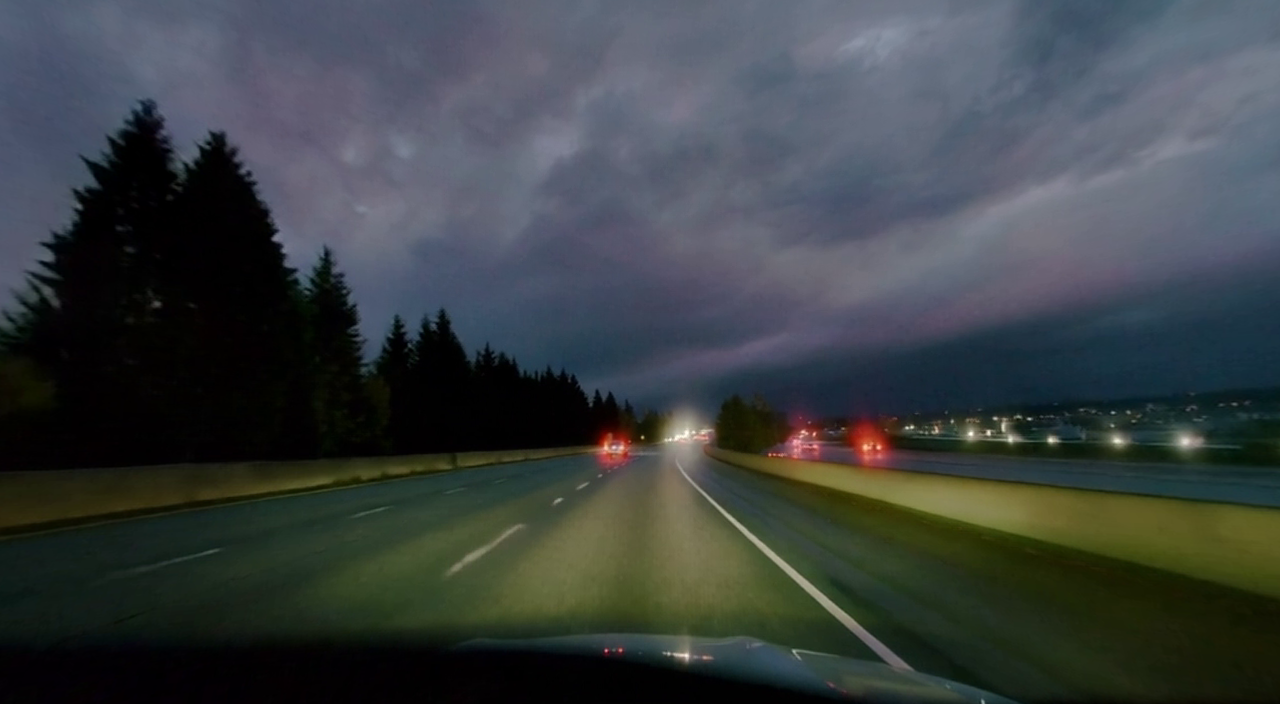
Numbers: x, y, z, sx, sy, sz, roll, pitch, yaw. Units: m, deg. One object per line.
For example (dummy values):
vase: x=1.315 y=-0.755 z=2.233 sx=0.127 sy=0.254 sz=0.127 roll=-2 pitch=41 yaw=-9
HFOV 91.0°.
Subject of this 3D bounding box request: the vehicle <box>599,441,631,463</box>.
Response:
vehicle: x=-1.786 y=7.321 z=46.321 sx=2.118 sy=1.475 sz=4.263 roll=0 pitch=-8 yaw=1
